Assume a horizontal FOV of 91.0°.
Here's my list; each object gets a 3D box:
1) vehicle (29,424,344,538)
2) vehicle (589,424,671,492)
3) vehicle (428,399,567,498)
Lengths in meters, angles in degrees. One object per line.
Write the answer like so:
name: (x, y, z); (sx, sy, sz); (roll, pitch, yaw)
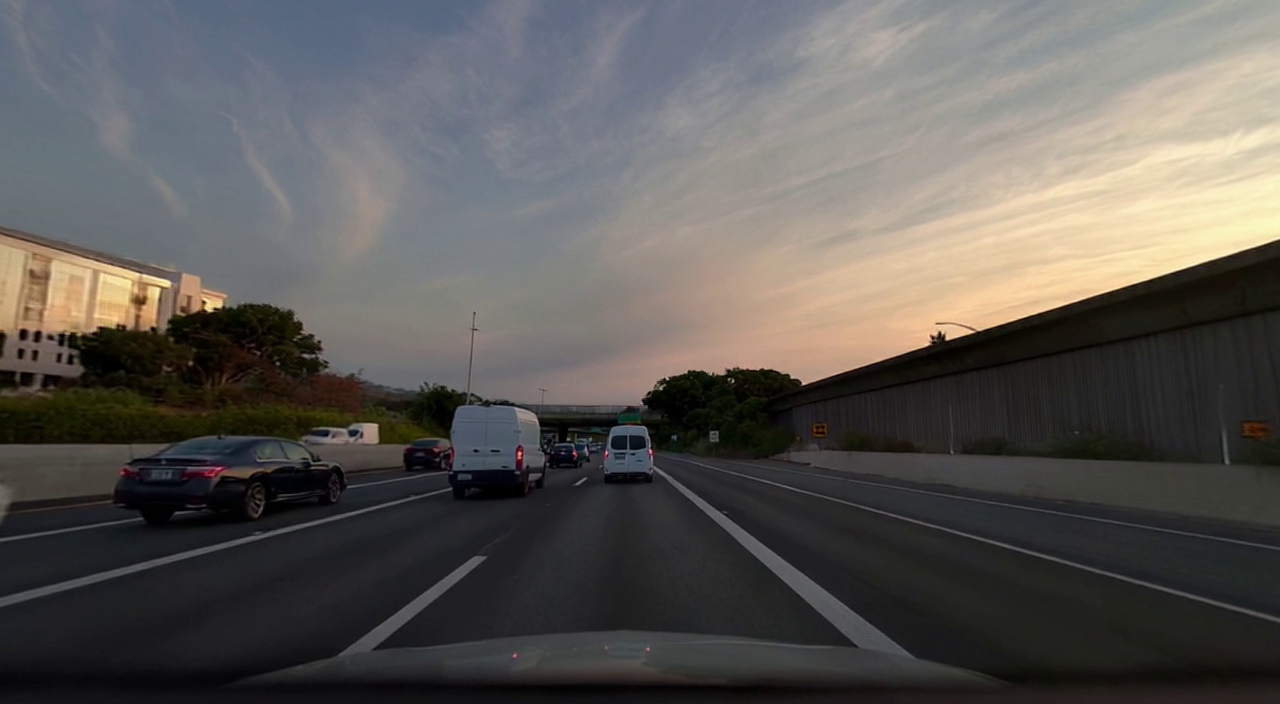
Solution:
vehicle: (-7.111, 2.067, 10.697); (1.959, 1.493, 4.575); (0, -9, 0)
vehicle: (-0.263, 3.173, 19.103); (2.207, 1.807, 4.199); (0, -9, 0)
vehicle: (-3.642, 2.682, 17.619); (2.504, 2.276, 5.933); (0, -9, 0)
